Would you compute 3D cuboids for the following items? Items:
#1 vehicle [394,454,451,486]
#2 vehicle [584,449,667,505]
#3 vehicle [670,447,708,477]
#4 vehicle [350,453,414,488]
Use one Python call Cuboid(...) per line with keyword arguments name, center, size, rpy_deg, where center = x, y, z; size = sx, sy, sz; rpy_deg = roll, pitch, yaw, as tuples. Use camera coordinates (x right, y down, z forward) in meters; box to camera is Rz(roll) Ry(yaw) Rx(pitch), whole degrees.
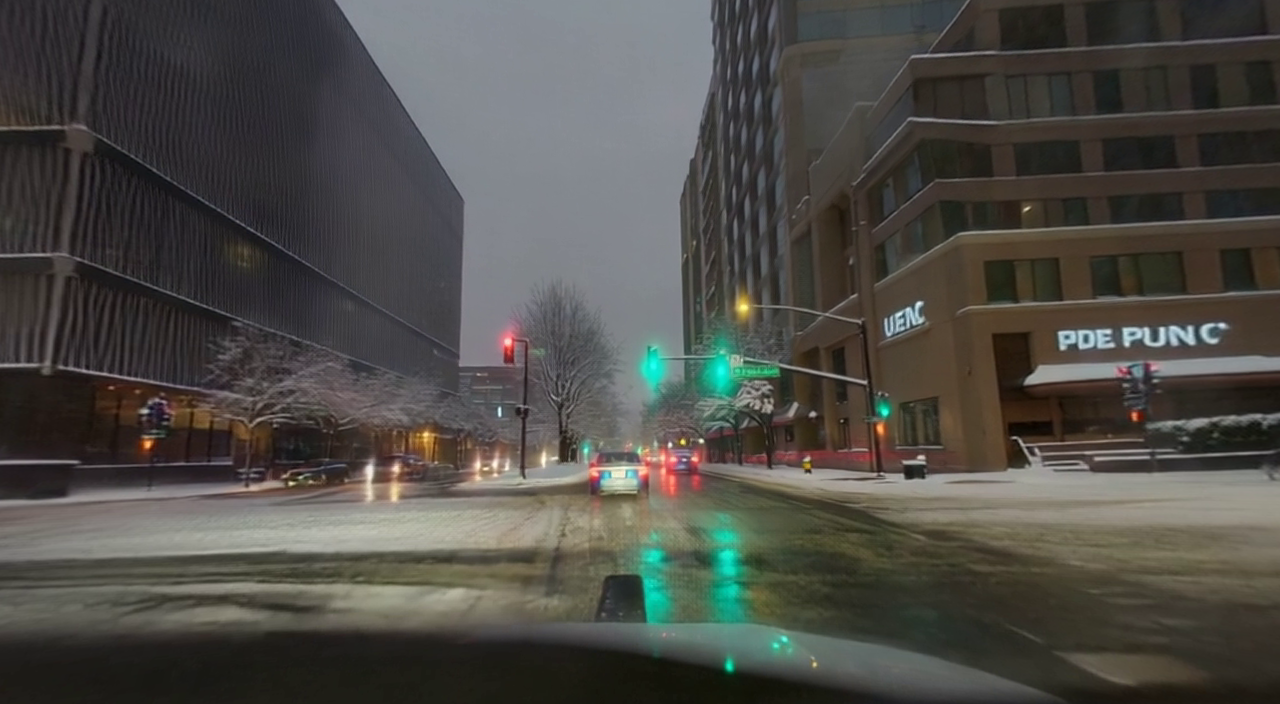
Cuboid(name="vehicle", center=(-12.651, 6.871, 36.987), size=(2.000, 1.507, 4.286), rpy_deg=(-2, -7, -2))
Cuboid(name="vehicle", center=(-0.419, 3.566, 18.469), size=(2.144, 1.398, 3.963), rpy_deg=(1, -8, -1))
Cuboid(name="vehicle", center=(3.152, 7.106, 41.228), size=(2.078, 1.799, 4.089), rpy_deg=(0, -8, -1))
Cuboid(name="vehicle", center=(-16.098, 7.360, 39.729), size=(2.119, 1.815, 4.795), rpy_deg=(-2, -7, -1))
